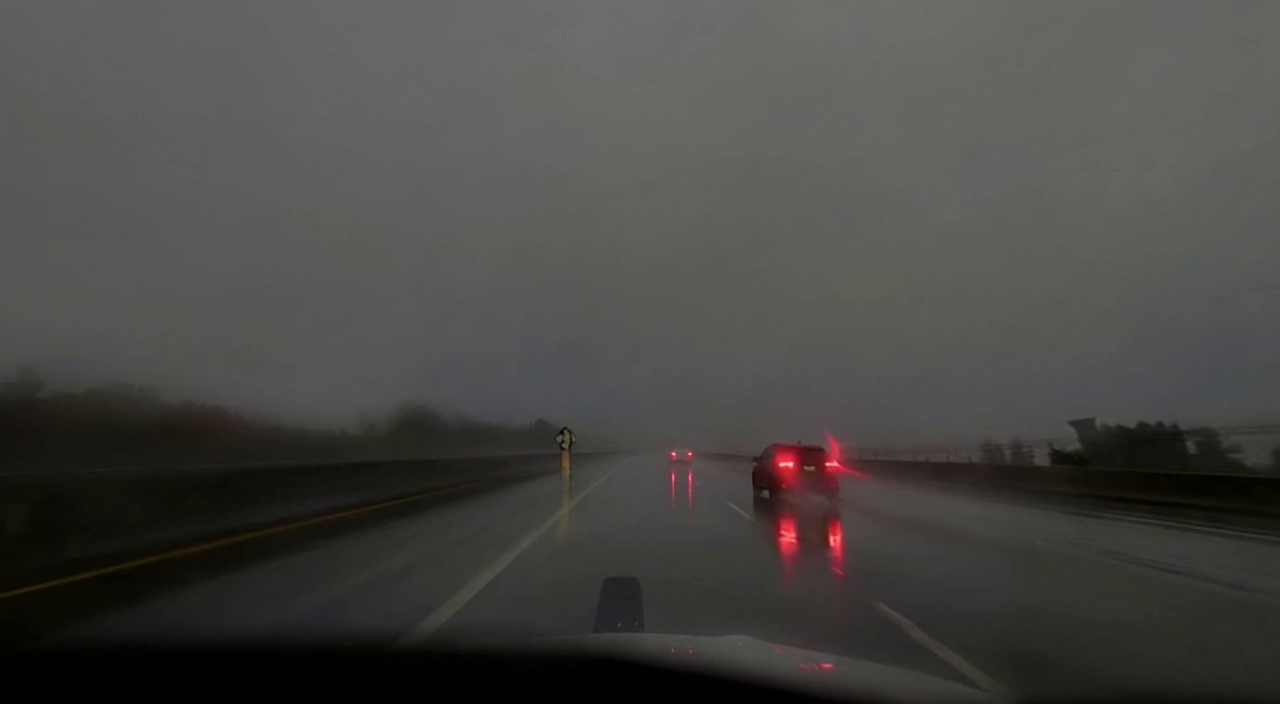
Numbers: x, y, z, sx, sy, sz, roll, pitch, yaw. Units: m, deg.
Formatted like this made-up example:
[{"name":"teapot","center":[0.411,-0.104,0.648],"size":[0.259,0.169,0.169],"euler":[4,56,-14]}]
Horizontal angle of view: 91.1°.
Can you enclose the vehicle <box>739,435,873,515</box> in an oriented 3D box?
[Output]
[{"name":"vehicle","center":[3.644,2.763,14.540],"size":[2.024,1.579,3.707],"euler":[0,-9,-1]}]
